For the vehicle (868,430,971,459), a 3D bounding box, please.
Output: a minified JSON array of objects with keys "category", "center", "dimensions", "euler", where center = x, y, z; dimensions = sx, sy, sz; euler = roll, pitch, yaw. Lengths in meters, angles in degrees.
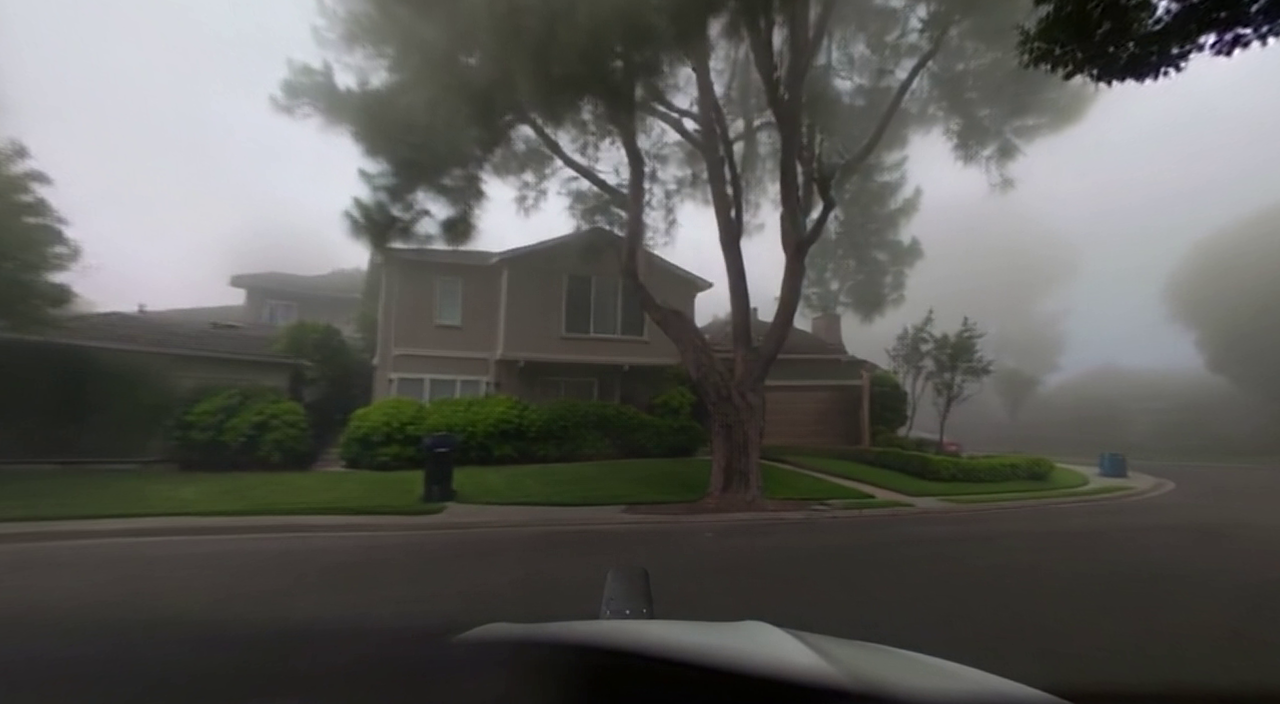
[{"category":"vehicle","center":[15.363,5.117,34.716],"dimensions":[5.089,1.517,1.791],"euler":[2,-9,-15]}]
